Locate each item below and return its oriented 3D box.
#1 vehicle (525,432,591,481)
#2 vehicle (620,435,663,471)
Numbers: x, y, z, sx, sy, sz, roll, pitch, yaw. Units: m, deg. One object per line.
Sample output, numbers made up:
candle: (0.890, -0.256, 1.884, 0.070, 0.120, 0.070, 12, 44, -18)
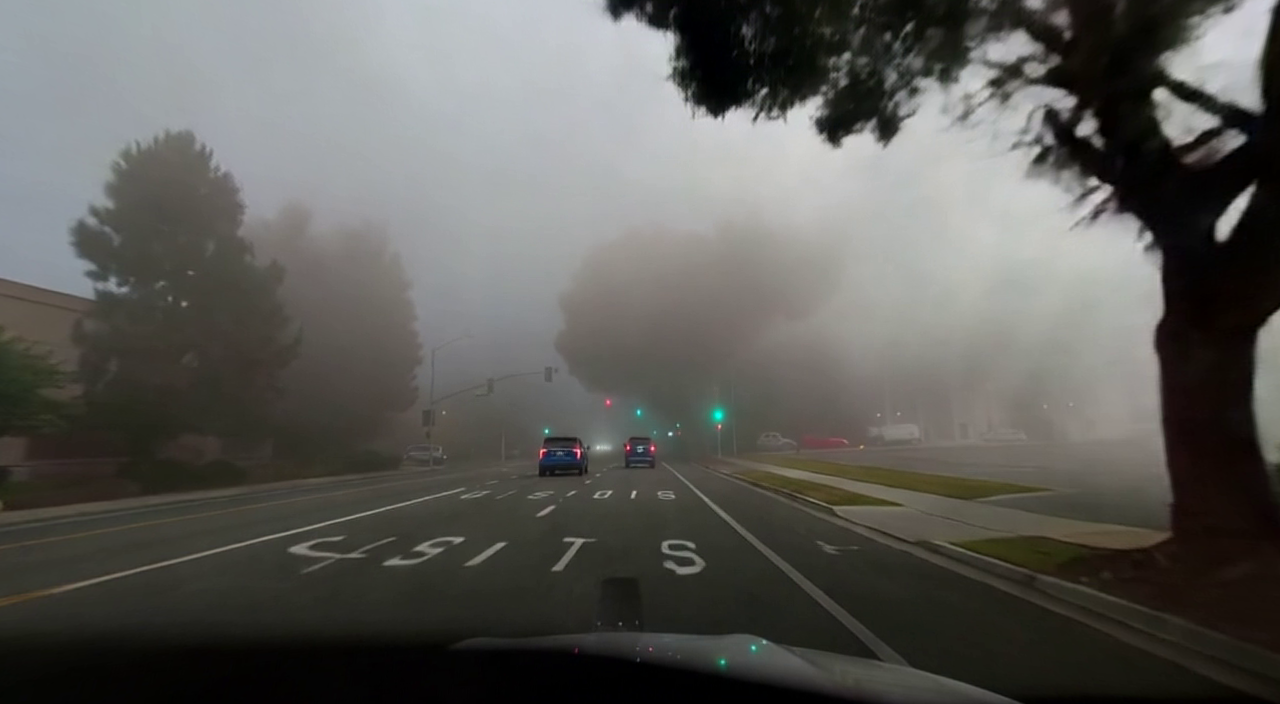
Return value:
vehicle: (-3.154, 4.128, 25.216, 2.097, 1.755, 4.336, 0, -8, 0)
vehicle: (0.031, 5.232, 32.945, 2.088, 1.735, 4.801, 0, -8, -1)
